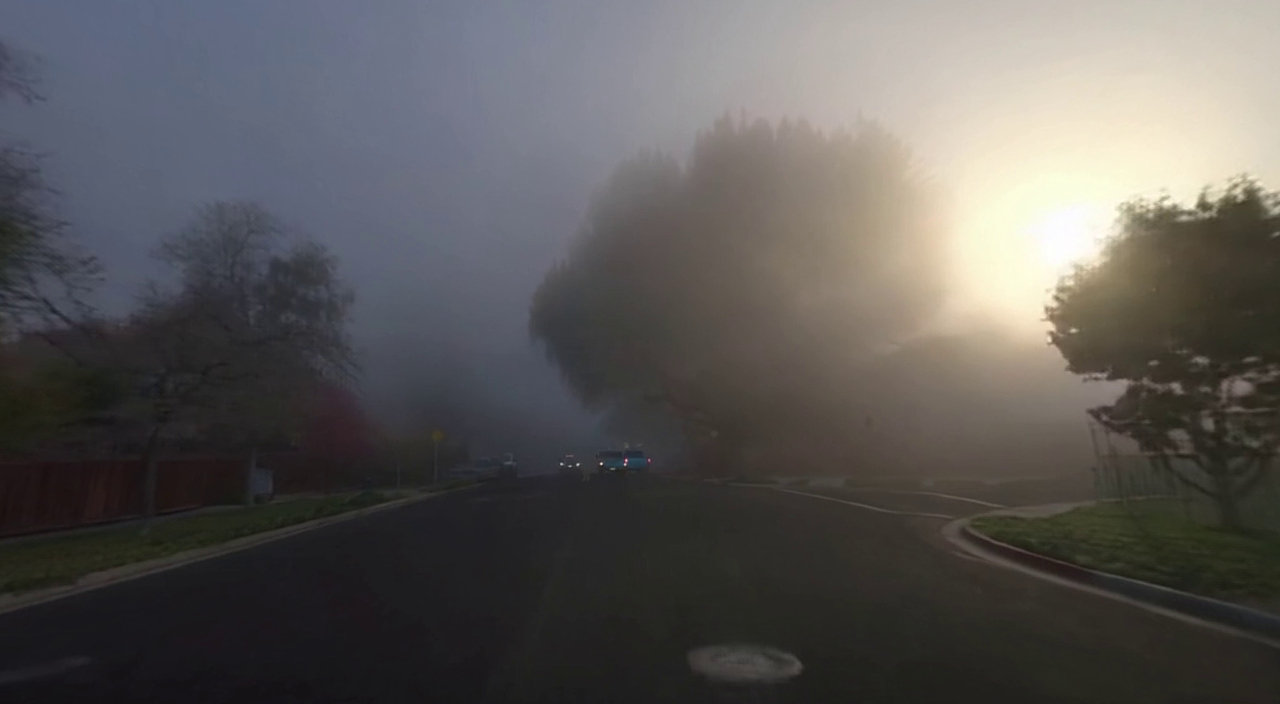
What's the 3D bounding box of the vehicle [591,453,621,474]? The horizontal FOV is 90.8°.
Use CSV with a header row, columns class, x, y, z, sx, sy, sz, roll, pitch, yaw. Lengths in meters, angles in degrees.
class,x,y,z,sx,sy,sz,roll,pitch,yaw
vehicle,-2.589,8.316,47.383,2.064,1.477,3.968,1,-9,-5
